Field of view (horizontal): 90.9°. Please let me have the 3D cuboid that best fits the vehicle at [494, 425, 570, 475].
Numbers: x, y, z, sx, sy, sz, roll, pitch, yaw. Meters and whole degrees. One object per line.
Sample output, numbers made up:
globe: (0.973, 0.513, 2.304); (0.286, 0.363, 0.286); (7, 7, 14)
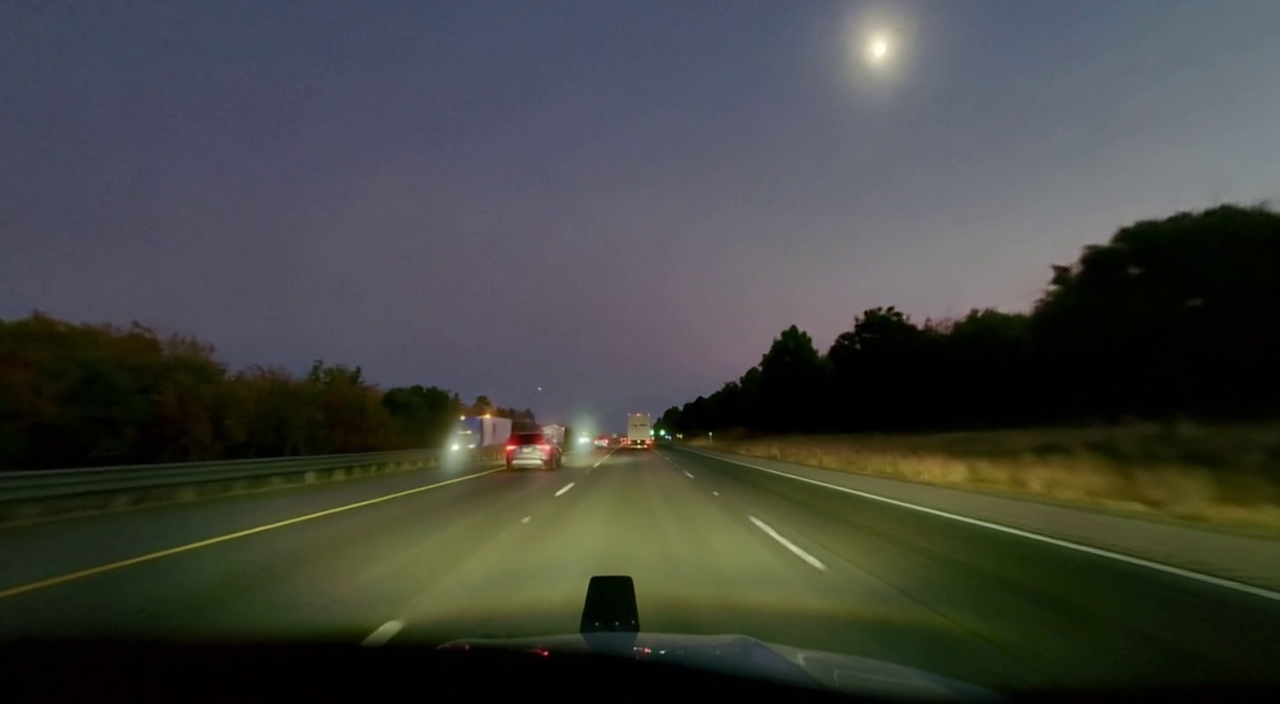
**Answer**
vehicle: (-3.849, 3.583, 23.258); (2.045, 1.655, 4.301); (0, -8, 0)
